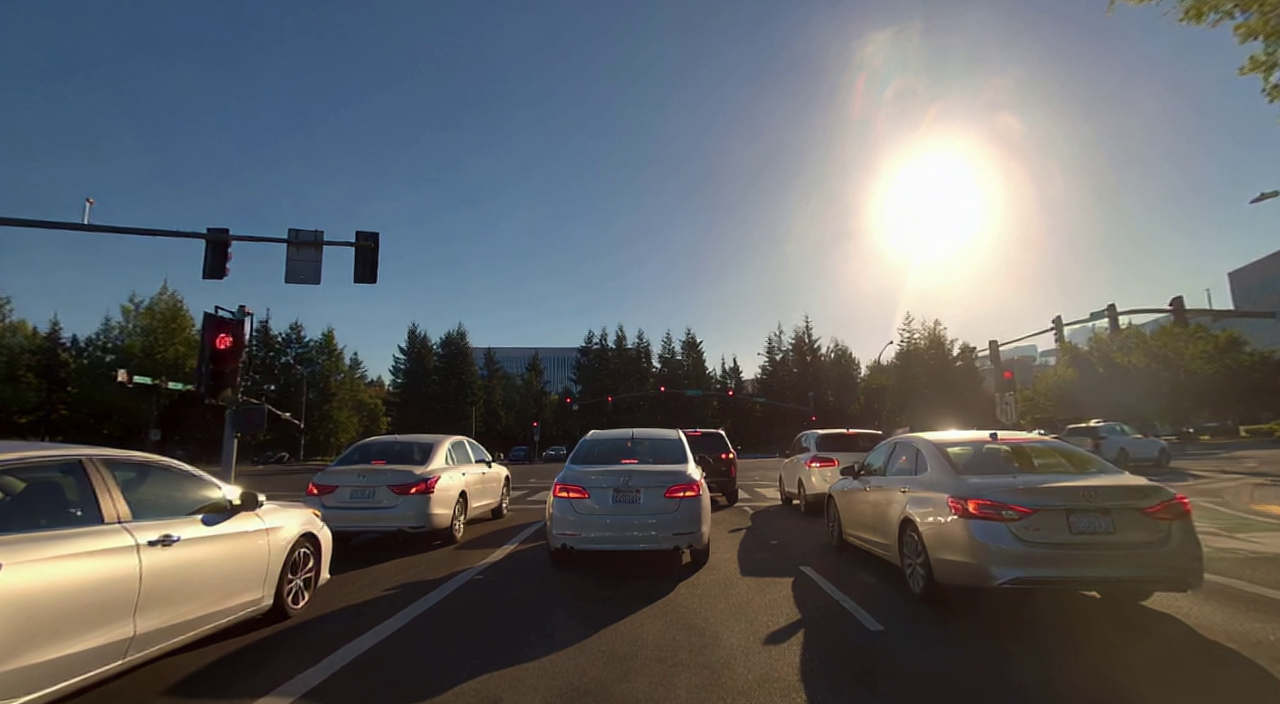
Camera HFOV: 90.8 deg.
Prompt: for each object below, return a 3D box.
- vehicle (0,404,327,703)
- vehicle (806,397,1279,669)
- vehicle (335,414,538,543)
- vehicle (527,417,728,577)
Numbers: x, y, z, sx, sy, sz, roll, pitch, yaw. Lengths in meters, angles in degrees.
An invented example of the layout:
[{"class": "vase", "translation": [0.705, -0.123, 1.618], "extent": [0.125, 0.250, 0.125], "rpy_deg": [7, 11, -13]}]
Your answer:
[{"class": "vehicle", "translation": [-3.350, 0.950, 2.369], "extent": [1.863, 1.495, 4.667], "rpy_deg": [0, -8, 2]}, {"class": "vehicle", "translation": [3.228, 1.444, 6.194], "extent": [2.006, 1.659, 4.462], "rpy_deg": [0, -8, 1]}, {"class": "vehicle", "translation": [-3.226, 2.107, 11.164], "extent": [2.048, 1.805, 4.405], "rpy_deg": [0, -8, 1]}, {"class": "vehicle", "translation": [-0.094, 1.801, 8.555], "extent": [2.106, 1.655, 3.717], "rpy_deg": [0, -8, 1]}]
